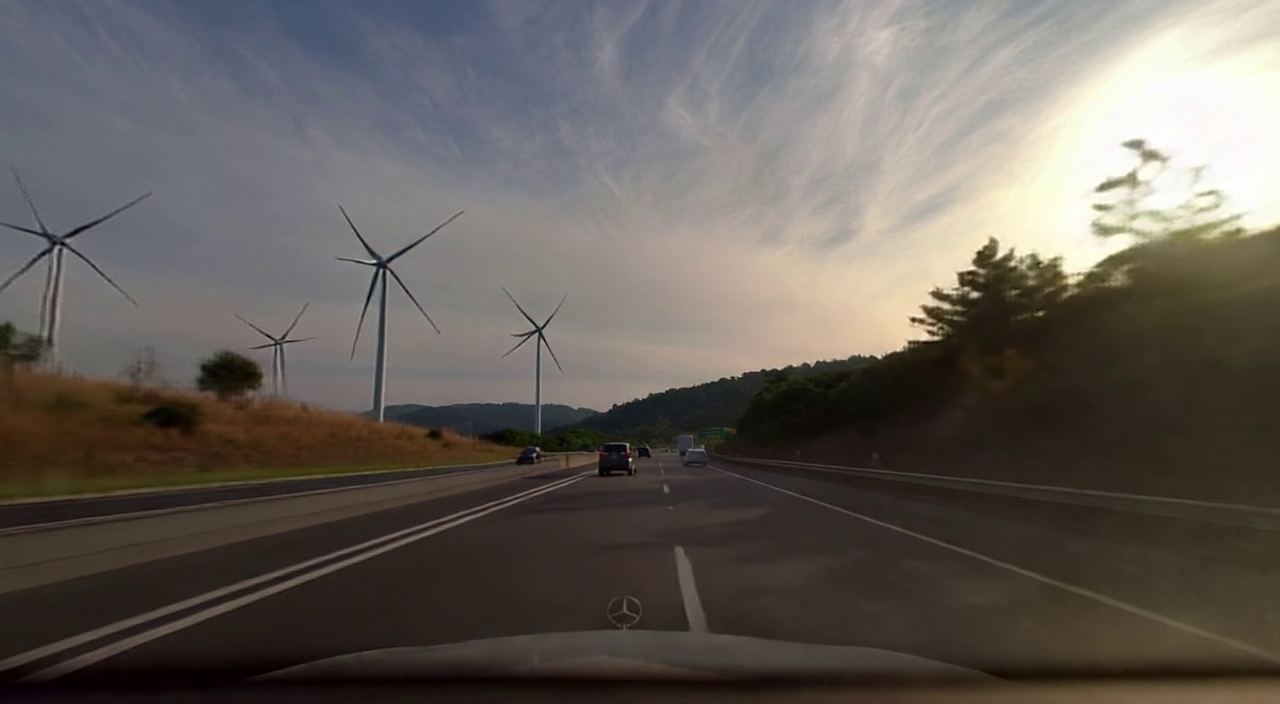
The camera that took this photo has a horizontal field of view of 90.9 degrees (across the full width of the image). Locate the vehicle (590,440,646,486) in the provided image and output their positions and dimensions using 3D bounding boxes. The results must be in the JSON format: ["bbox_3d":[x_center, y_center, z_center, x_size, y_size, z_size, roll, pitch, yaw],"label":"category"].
[{"bbox_3d":[-0.828,4.579,26.161,2.038,1.723,4.150,-1,-9,2],"label":"vehicle"}]

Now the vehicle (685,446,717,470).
[{"bbox_3d":[4.524,7.929,47.205,2.040,1.721,4.507,-1,-9,1],"label":"vehicle"}]
